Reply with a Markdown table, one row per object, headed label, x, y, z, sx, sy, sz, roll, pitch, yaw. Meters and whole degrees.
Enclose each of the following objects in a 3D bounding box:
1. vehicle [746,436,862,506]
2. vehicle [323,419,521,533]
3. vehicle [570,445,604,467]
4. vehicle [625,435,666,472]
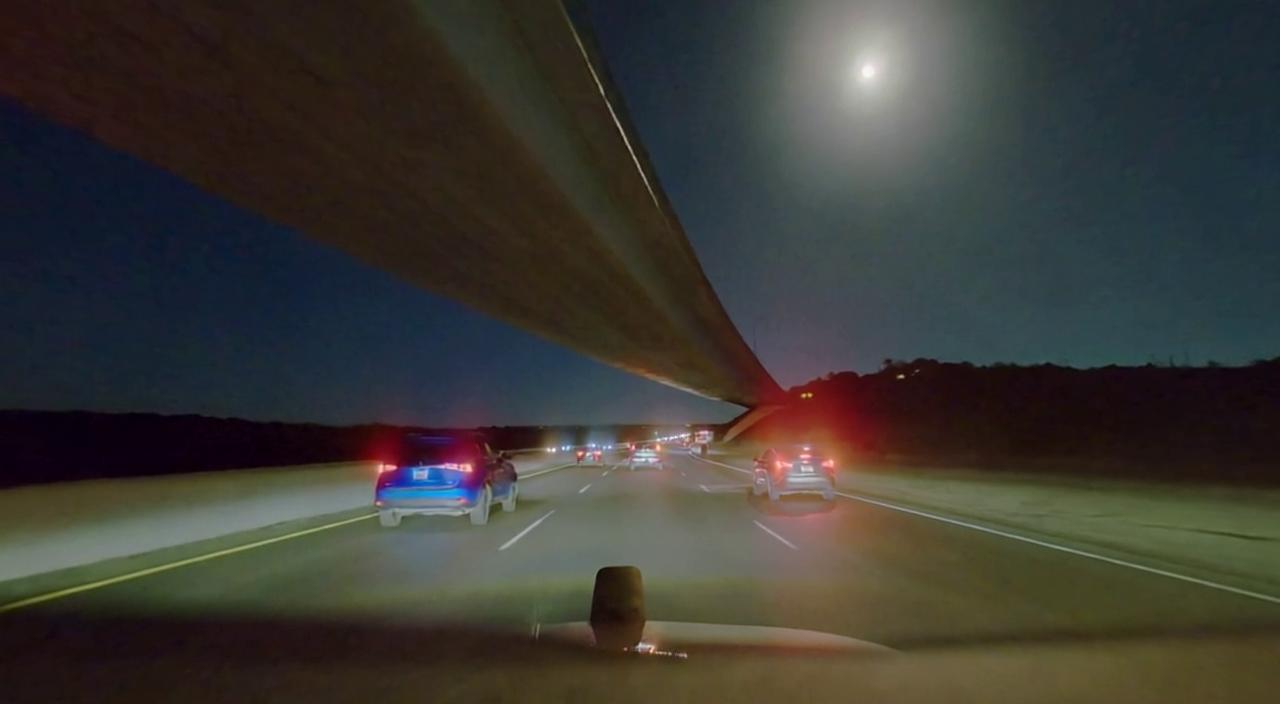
| label | x | y | z | sx | sy | sz | roll | pitch | yaw |
| --- | --- | --- | --- | --- | --- | --- | --- | --- | --- |
| vehicle | 4.018 | 2.987 | 16.163 | 1.959 | 1.554 | 3.795 | 0 | -9 | 0 |
| vehicle | -3.822 | 2.282 | 12.110 | 2.089 | 1.751 | 4.515 | 0 | -9 | 1 |
| vehicle | -3.718 | 7.415 | 44.904 | 1.994 | 1.475 | 4.171 | 0 | -9 | 1 |
| vehicle | 0.294 | 5.716 | 35.560 | 2.155 | 1.909 | 4.529 | 0 | -9 | 0 |
